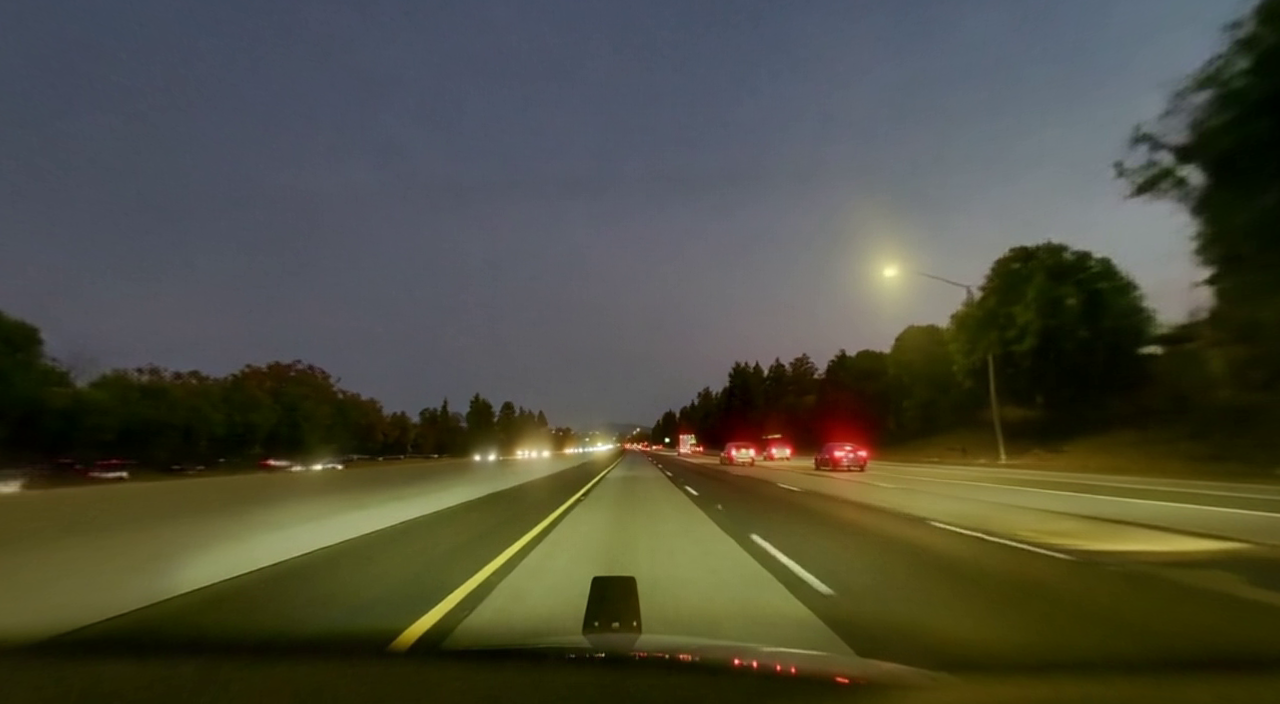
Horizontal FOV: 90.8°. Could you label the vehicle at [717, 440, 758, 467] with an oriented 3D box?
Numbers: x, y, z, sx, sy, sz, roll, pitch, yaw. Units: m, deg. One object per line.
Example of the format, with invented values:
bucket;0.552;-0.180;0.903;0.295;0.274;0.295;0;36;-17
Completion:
vehicle;6.556;6.899;42.995;2.030;1.706;4.279;0;-9;-1
